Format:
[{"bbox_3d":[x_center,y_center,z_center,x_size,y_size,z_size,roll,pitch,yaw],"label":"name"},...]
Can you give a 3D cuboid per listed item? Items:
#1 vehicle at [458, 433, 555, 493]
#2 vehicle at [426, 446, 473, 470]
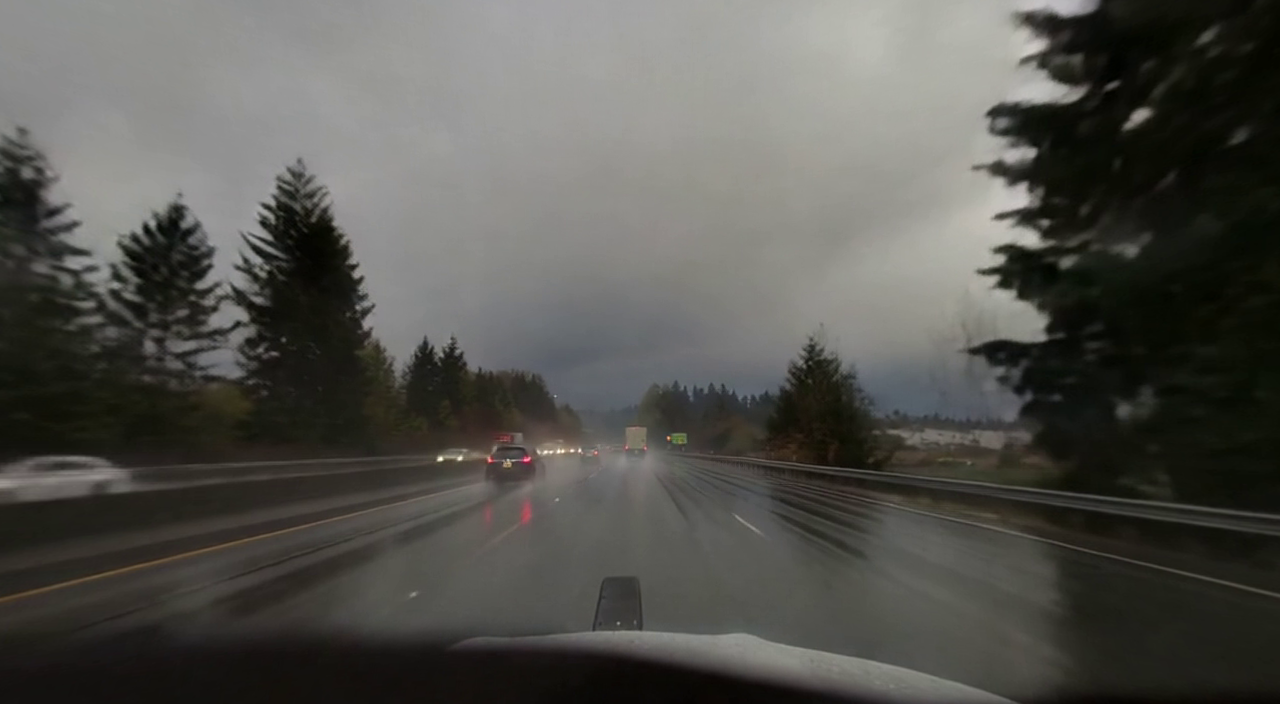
[{"bbox_3d":[-4.108,3.484,20.021,2.151,1.693,4.201,0,-9,0],"label":"vehicle"},{"bbox_3d":[-13.310,7.426,44.078,1.955,1.557,4.567,-1,-9,-1],"label":"vehicle"}]
